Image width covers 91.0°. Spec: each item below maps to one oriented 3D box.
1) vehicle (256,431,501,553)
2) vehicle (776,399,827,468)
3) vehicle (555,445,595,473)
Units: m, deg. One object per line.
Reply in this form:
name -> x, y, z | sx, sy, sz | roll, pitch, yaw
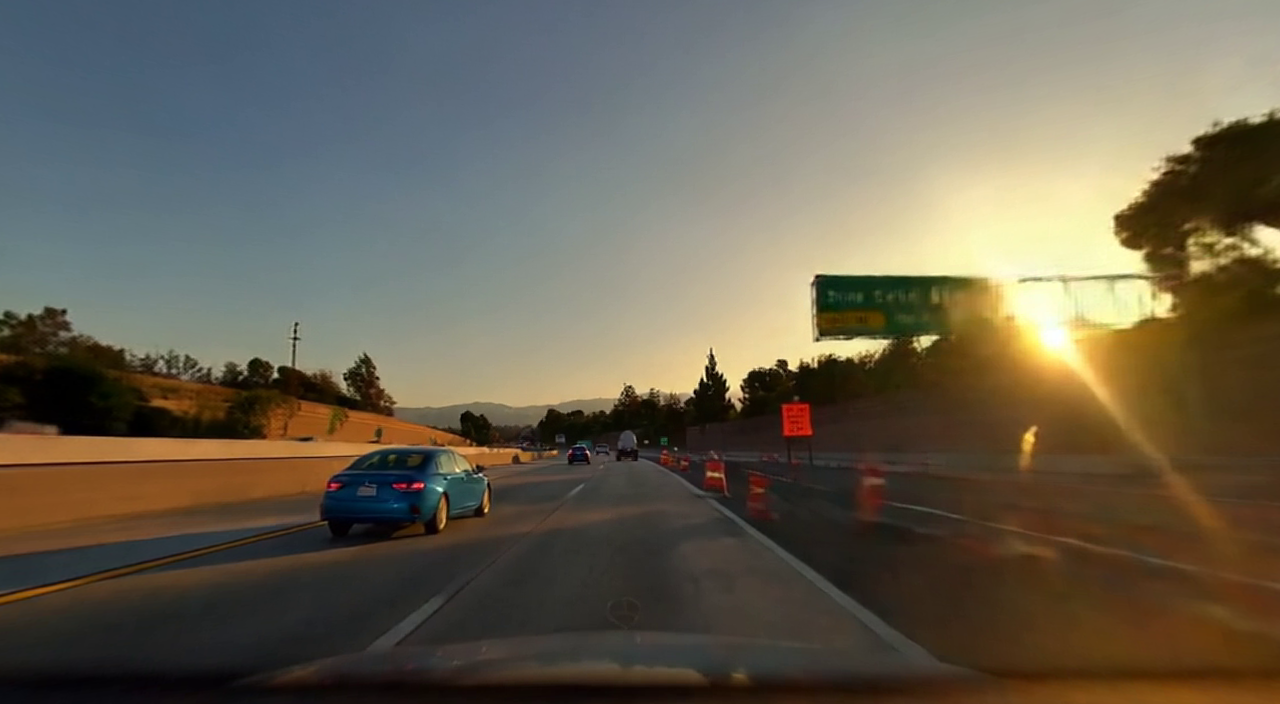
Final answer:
vehicle -> -3.807, 2.128, 10.307 | 2.012, 1.510, 4.672 | 0, -9, 0
vehicle -> 10.124, 5.169, 39.648 | 2.203, 4.166, 2.914 | 1, -9, -3
vehicle -> -3.554, 5.984, 35.303 | 1.965, 1.459, 4.145 | 1, -9, -2
